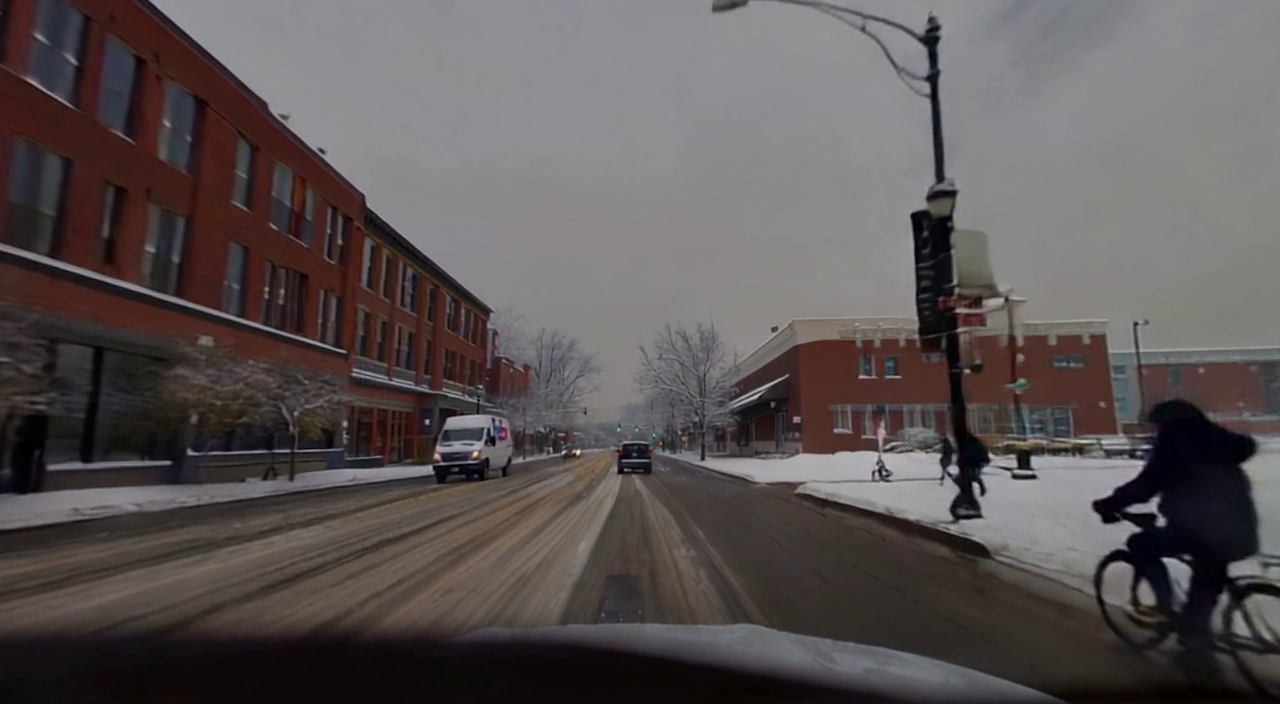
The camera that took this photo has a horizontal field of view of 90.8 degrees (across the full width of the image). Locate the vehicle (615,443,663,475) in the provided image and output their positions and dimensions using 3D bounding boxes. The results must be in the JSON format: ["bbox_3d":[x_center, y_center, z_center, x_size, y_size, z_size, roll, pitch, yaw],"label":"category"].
[{"bbox_3d":[-0.085,5.617,33.417,2.356,1.572,4.810,0,-9,-1],"label":"vehicle"}]

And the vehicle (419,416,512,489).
[{"bbox_3d":[-7.007,4.103,26.159,2.418,2.620,5.522,-1,-8,-1],"label":"vehicle"}]
